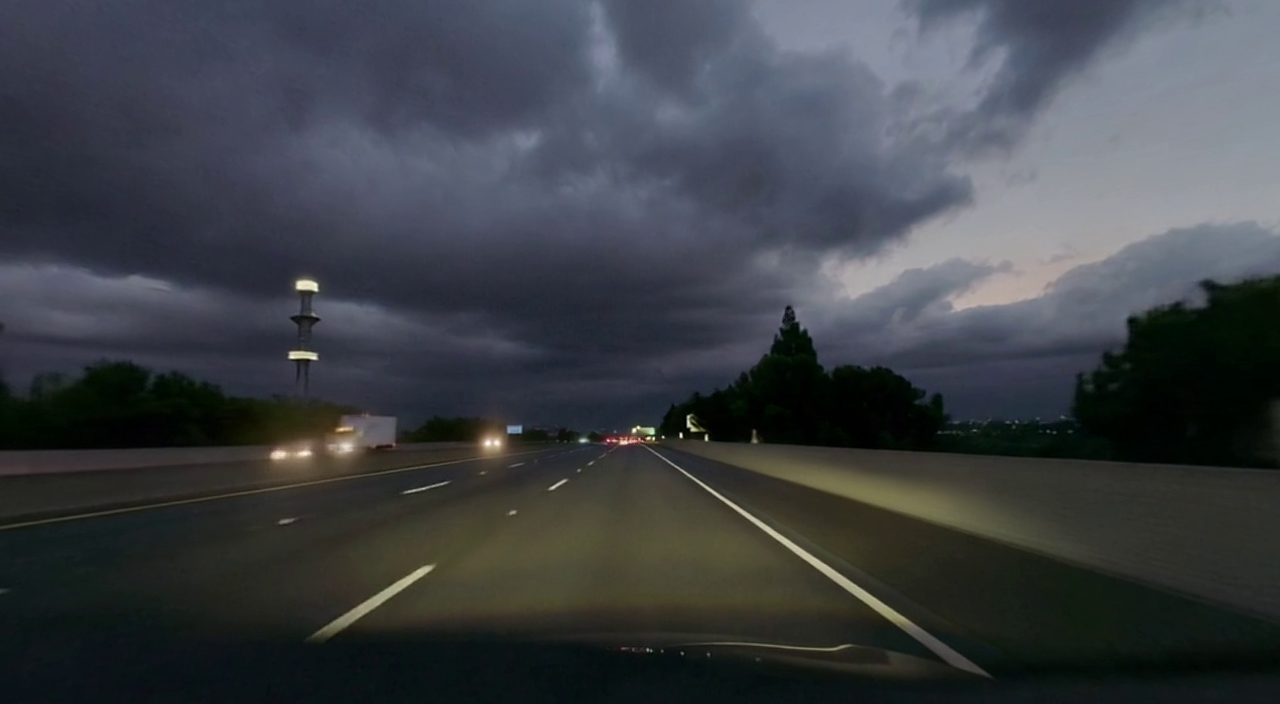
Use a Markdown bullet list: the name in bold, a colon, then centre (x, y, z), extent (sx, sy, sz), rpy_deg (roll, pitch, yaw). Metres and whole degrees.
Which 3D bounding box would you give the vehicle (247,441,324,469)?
- **vehicle**: centre (-20.371, 5.922, 36.401), extent (1.885, 1.507, 4.484), rpy_deg (0, -8, -1)
